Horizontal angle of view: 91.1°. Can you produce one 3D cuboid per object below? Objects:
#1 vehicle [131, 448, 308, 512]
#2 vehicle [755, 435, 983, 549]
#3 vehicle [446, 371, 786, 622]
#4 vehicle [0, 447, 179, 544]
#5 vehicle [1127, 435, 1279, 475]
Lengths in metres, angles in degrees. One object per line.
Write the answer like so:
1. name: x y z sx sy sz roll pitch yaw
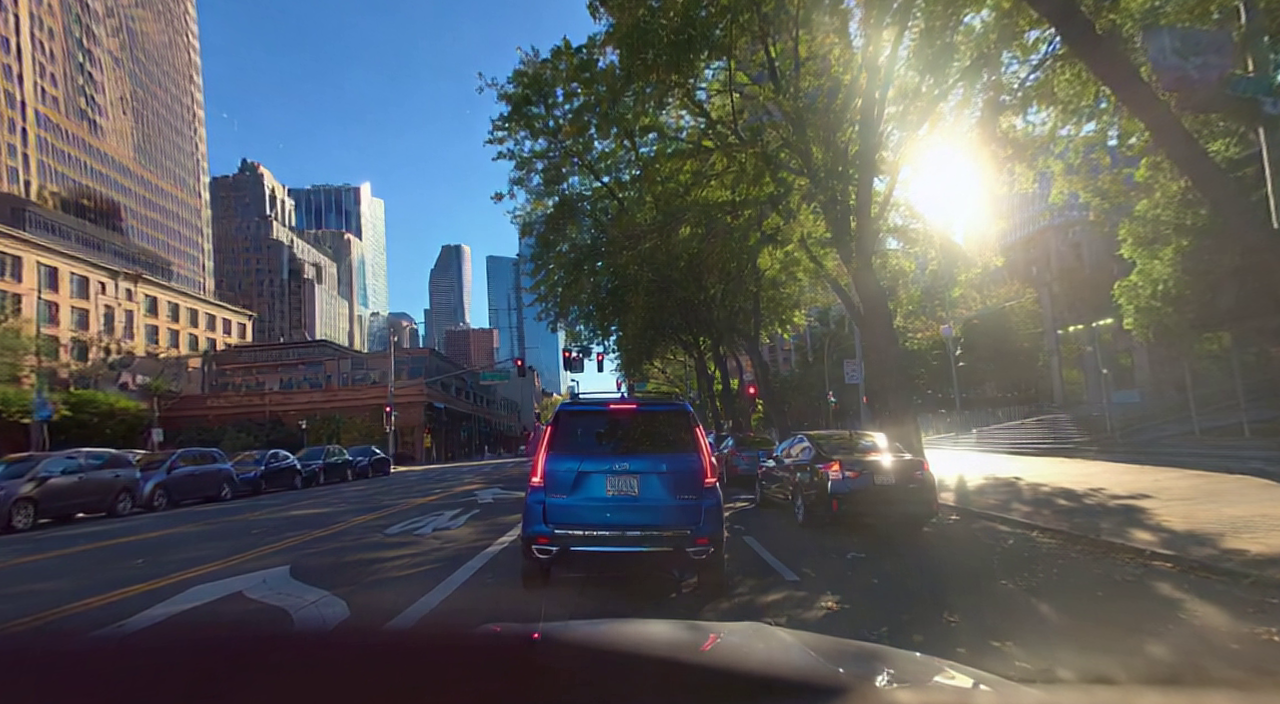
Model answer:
1. vehicle: -12.468 3.775 19.123 2.207 1.648 4.675 0 -8 -1
2. vehicle: 3.290 2.083 10.080 2.056 1.422 4.130 0 -8 -1
3. vehicle: -0.167 1.358 6.777 2.453 1.816 4.300 0 -8 0
4. vehicle: -12.545 2.911 13.452 1.891 1.723 4.360 0 -8 1
5. vehicle: 22.174 4.048 24.956 4.055 1.469 1.848 -4 -9 26
